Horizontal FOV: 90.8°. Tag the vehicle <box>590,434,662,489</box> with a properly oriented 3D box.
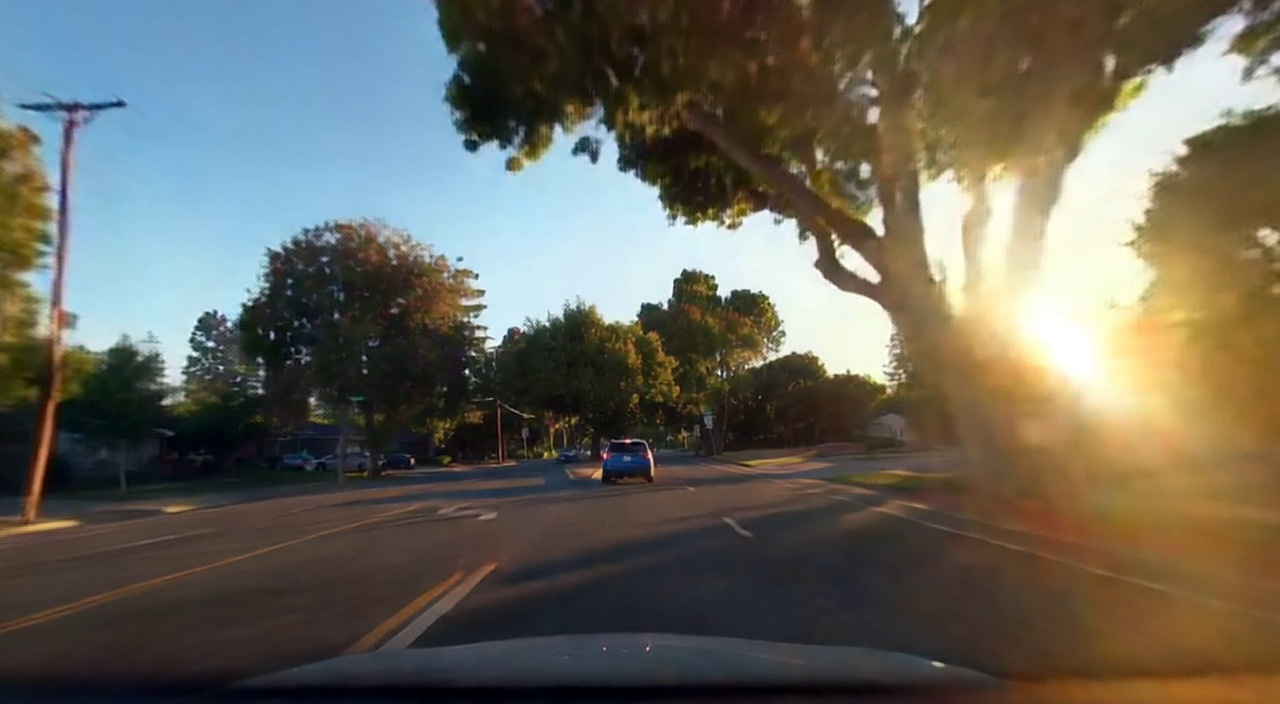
[{"bbox_3d":[-0.430,3.605,21.094,2.181,1.639,4.127,0,-8,0],"label":"vehicle"}]

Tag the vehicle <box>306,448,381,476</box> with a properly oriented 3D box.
[{"bbox_3d":[-21.646,8.028,46.247,4.470,1.917,1.932,-1,-9,3],"label":"vehicle"}]
